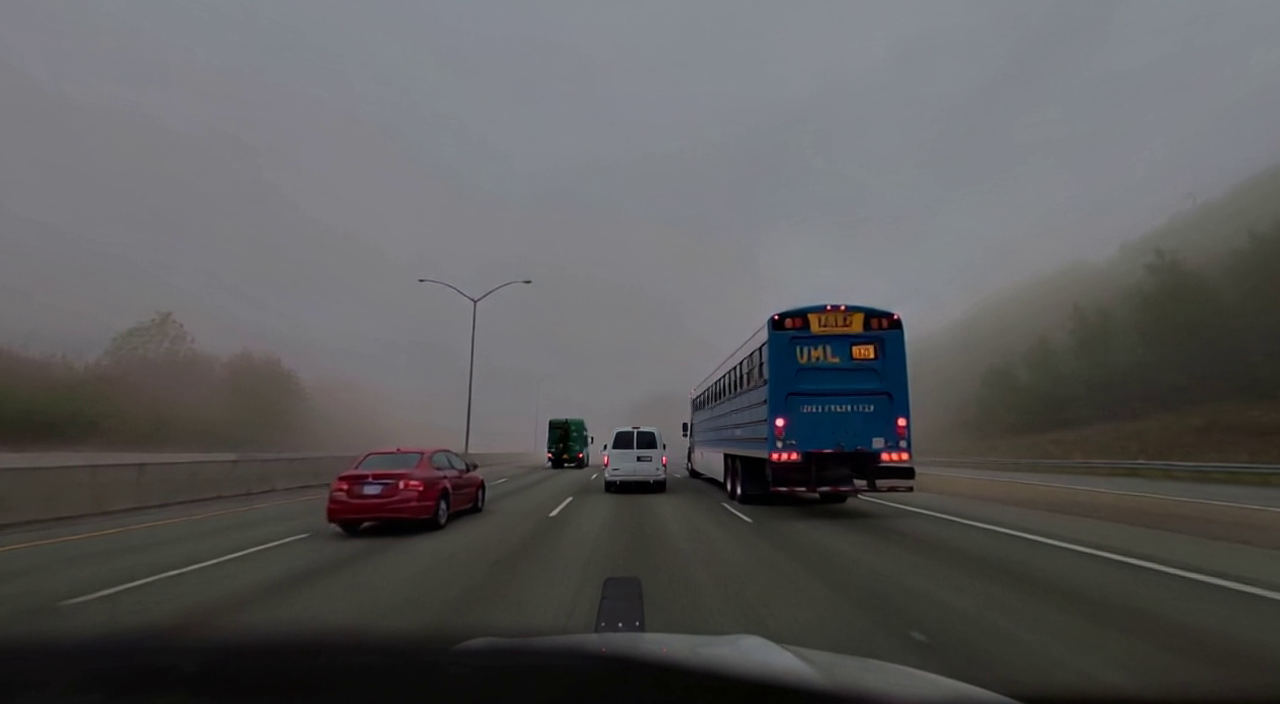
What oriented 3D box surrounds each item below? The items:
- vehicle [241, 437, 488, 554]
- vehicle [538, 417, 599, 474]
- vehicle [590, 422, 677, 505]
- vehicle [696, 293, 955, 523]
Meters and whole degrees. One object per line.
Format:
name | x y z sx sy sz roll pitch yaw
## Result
vehicle | -3.995 2.139 10.129 2.039 1.453 4.197 0 -9 0
vehicle | -4.072 5.602 37.731 2.947 3.009 7.991 0 -9 -1
vehicle | -0.224 2.948 17.083 2.037 1.929 4.343 0 -9 -2
vehicle | 3.862 1.930 17.867 3.006 4.101 13.245 0 -9 -1
